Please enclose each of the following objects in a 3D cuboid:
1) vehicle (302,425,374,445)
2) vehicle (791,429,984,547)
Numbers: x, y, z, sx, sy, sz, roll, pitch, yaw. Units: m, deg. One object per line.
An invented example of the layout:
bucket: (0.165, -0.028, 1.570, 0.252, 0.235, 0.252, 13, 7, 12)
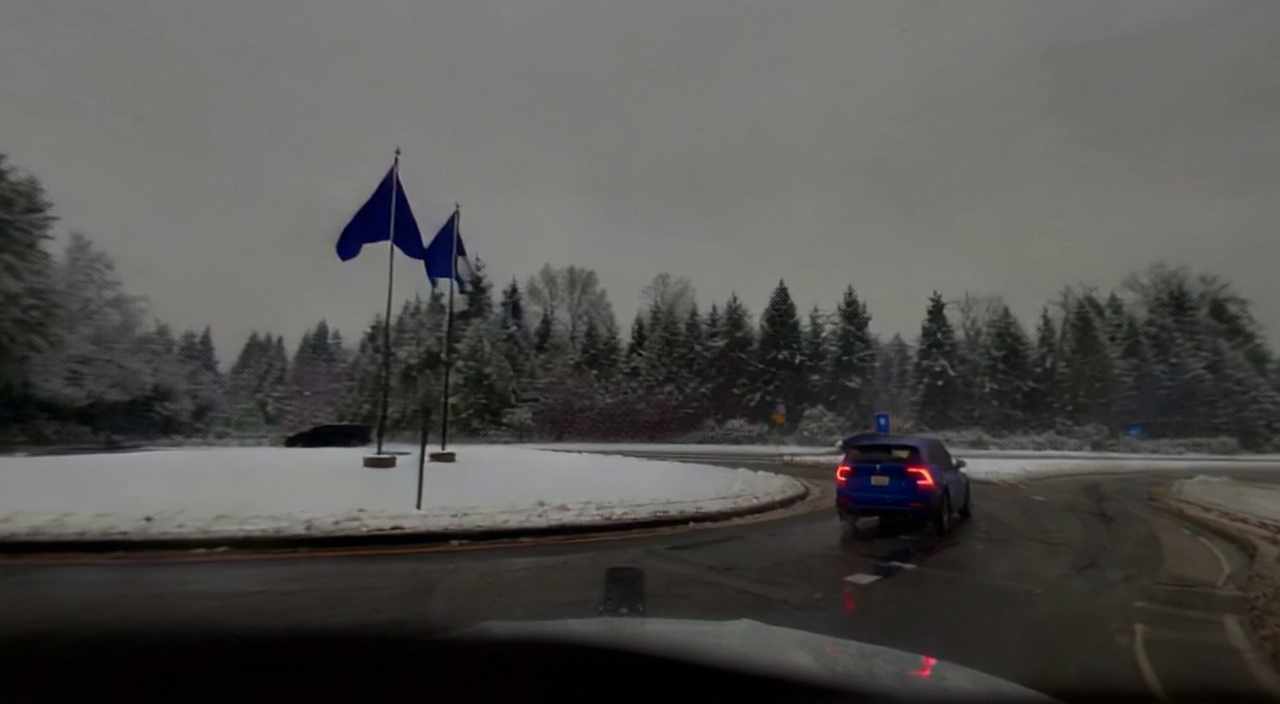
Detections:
vehicle: (-23.426, 6.446, 49.036, 4.652, 1.498, 1.783, 0, -9, 0)
vehicle: (4.418, 2.219, 10.919, 2.078, 1.607, 4.010, -6, -11, 35)
